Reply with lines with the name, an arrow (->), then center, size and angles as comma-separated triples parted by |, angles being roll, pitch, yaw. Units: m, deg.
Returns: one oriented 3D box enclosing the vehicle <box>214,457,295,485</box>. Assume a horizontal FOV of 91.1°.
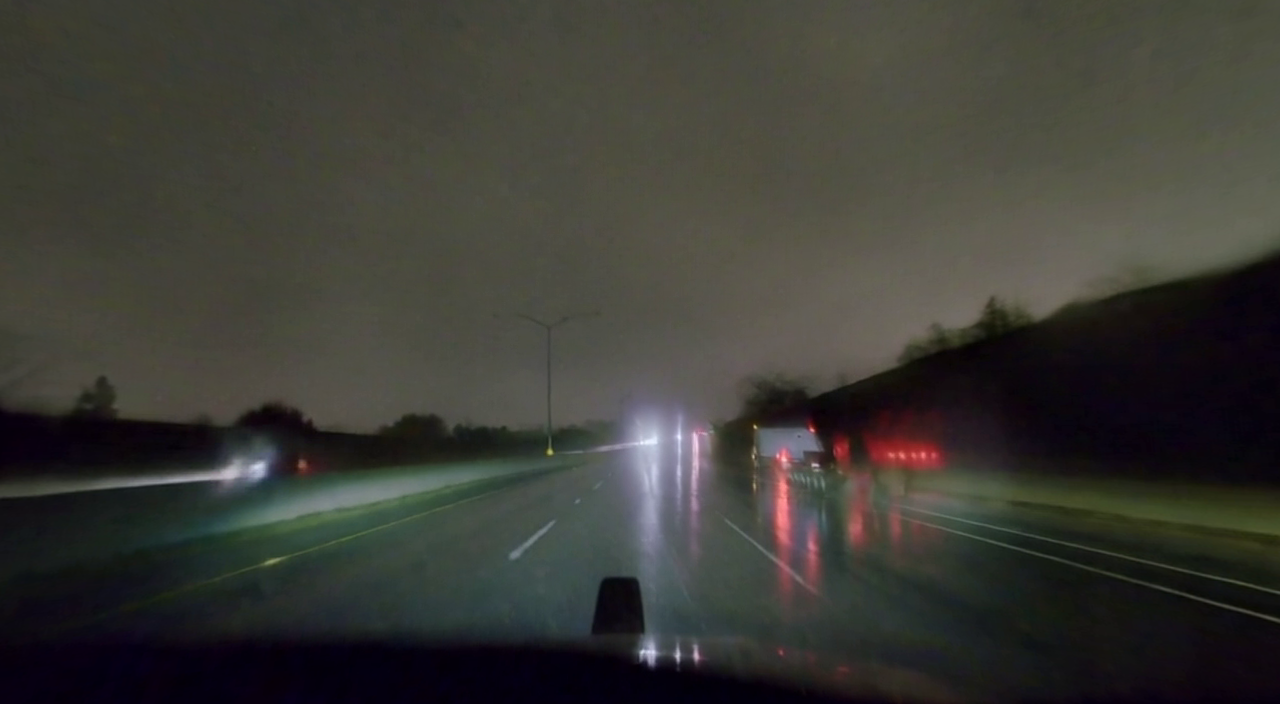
vehicle -> -22.953, 7.084, 37.666 | 1.908, 1.474, 4.674 | -1, -9, 0
